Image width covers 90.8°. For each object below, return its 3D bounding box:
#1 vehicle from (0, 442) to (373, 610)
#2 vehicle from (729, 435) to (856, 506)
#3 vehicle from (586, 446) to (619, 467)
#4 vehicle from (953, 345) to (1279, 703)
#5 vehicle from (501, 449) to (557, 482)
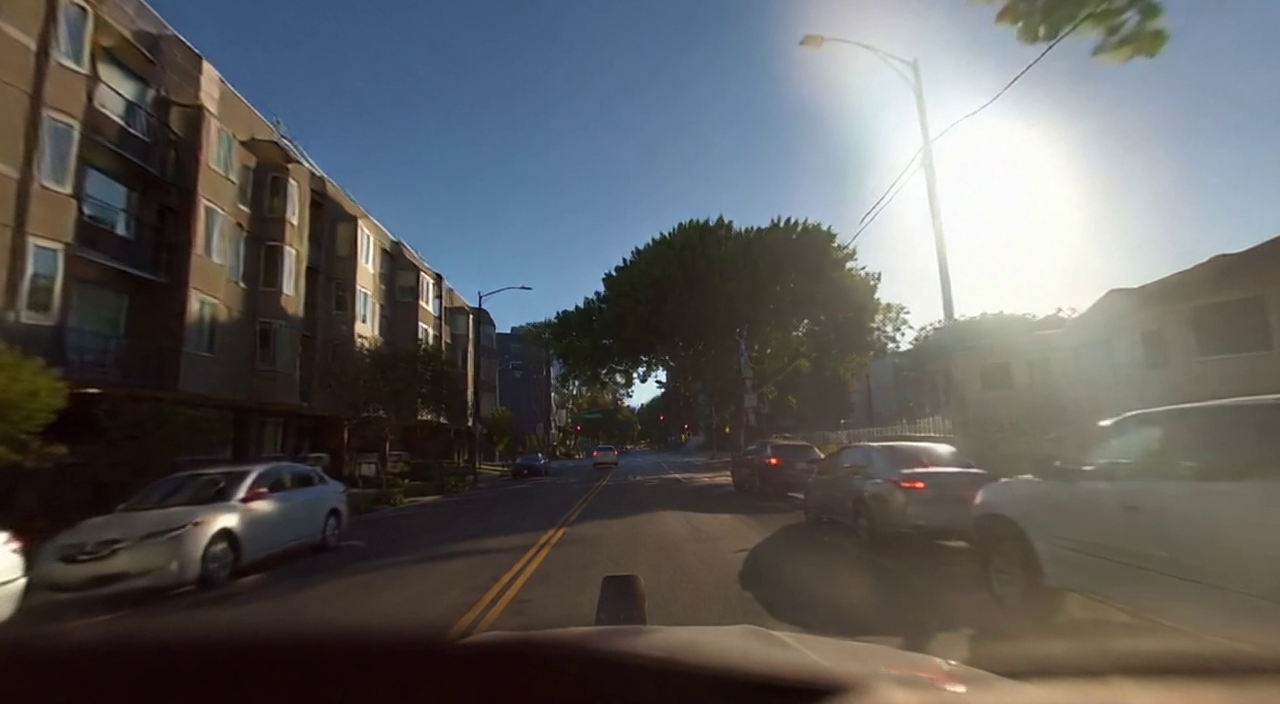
[{"bbox_3d":[-5.942,2.201,9.082,2.142,1.775,4.428,0,-8,2],"label":"vehicle"},{"bbox_3d":[4.015,3.196,17.604,2.082,1.662,4.753,0,-8,-4],"label":"vehicle"},{"bbox_3d":[-2.679,7.553,45.735,2.029,1.438,4.313,0,-8,1],"label":"vehicle"},{"bbox_3d":[3.948,0.992,3.226,2.093,1.857,5.414,1,-8,2],"label":"vehicle"},{"bbox_3d":[-5.755,5.912,33.244,1.947,1.473,4.397,-4,-8,1],"label":"vehicle"}]
